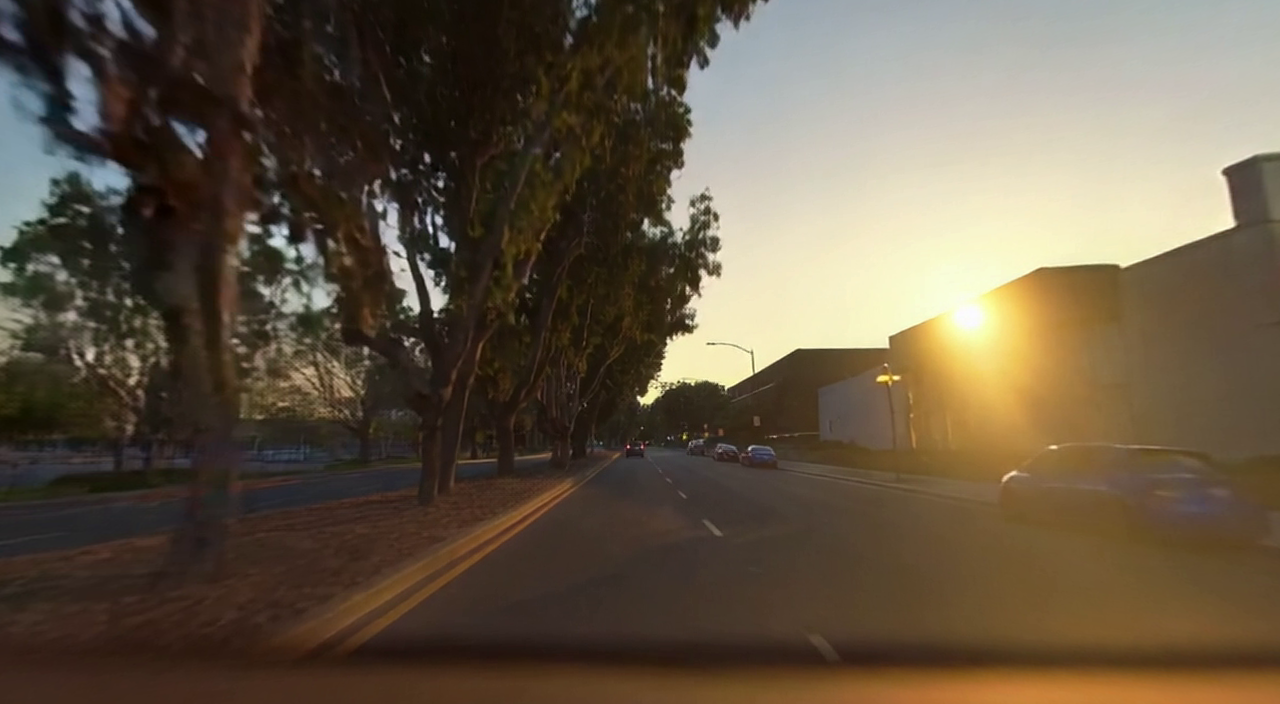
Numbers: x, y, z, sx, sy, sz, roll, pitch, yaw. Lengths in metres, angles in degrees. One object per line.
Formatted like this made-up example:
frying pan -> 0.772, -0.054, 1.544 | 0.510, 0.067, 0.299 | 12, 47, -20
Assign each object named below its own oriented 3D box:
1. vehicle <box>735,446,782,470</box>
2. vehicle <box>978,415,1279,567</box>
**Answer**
vehicle -> 7.498, 6.721, 40.399 | 1.991, 1.446, 4.685 | 0, -8, -1
vehicle -> 7.877, 2.054, 10.158 | 2.167, 1.848, 4.713 | 0, -8, -1
